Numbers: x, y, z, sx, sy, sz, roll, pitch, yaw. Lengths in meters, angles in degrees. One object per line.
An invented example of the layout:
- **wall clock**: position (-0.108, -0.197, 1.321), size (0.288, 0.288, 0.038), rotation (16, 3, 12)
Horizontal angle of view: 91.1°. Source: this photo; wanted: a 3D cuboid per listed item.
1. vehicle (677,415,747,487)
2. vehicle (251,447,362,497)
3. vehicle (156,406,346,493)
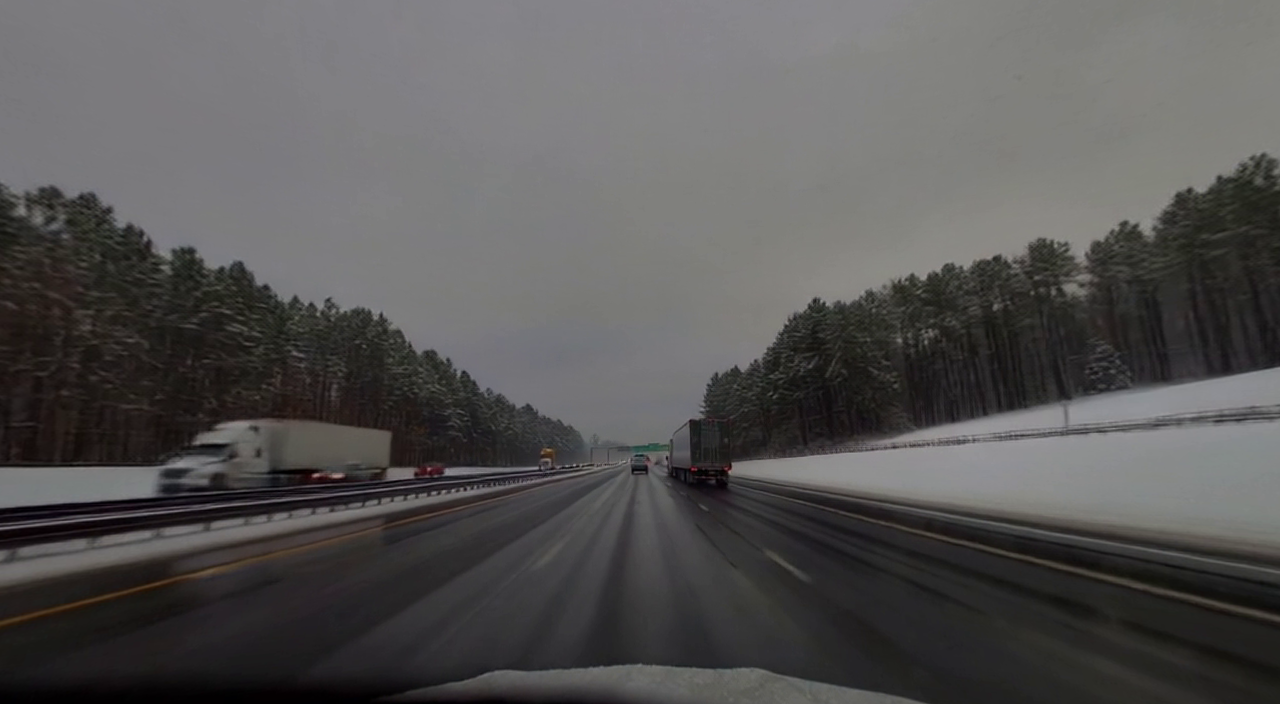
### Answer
- **vehicle**: position (4.450, 6.814, 42.338), size (3.139, 3.999, 13.840), rotation (1, -10, 0)
- **vehicle**: position (-14.740, 5.344, 28.190), size (2.187, 1.978, 4.830), rotation (0, -10, 1)
- **vehicle**: position (-19.288, 5.134, 32.431), size (2.956, 3.690, 10.391), rotation (0, -10, 1)
